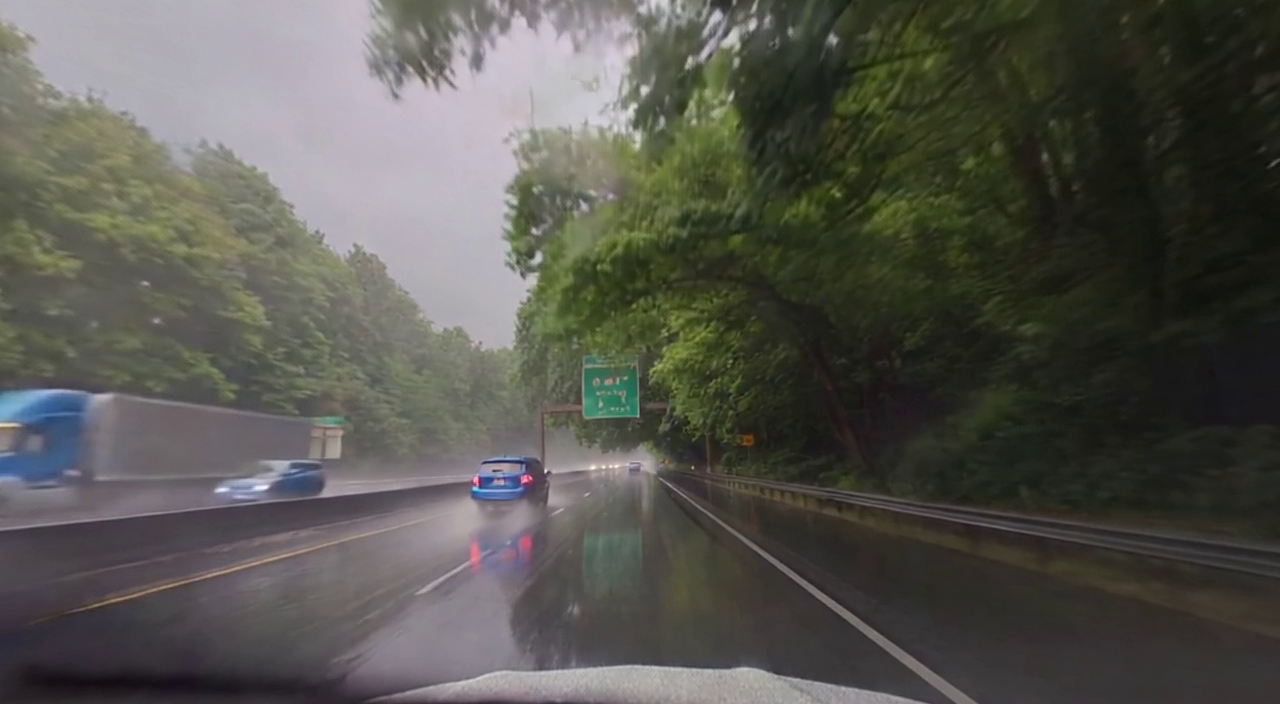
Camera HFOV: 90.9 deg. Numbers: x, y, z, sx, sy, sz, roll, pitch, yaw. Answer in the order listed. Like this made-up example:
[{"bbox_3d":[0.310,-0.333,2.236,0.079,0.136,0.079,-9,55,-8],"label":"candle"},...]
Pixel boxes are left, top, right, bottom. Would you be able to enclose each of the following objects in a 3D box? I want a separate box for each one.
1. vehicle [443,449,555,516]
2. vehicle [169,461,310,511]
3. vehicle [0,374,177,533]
[{"bbox_3d":[-3.684,3.534,17.361,2.081,1.586,4.245,0,-10,0],"label":"vehicle"},{"bbox_3d":[-13.500,4.532,21.651,1.863,1.508,4.498,1,-10,0],"label":"vehicle"},{"bbox_3d":[-17.580,3.044,18.676,2.973,3.982,5.879,1,-10,-1],"label":"vehicle"}]
